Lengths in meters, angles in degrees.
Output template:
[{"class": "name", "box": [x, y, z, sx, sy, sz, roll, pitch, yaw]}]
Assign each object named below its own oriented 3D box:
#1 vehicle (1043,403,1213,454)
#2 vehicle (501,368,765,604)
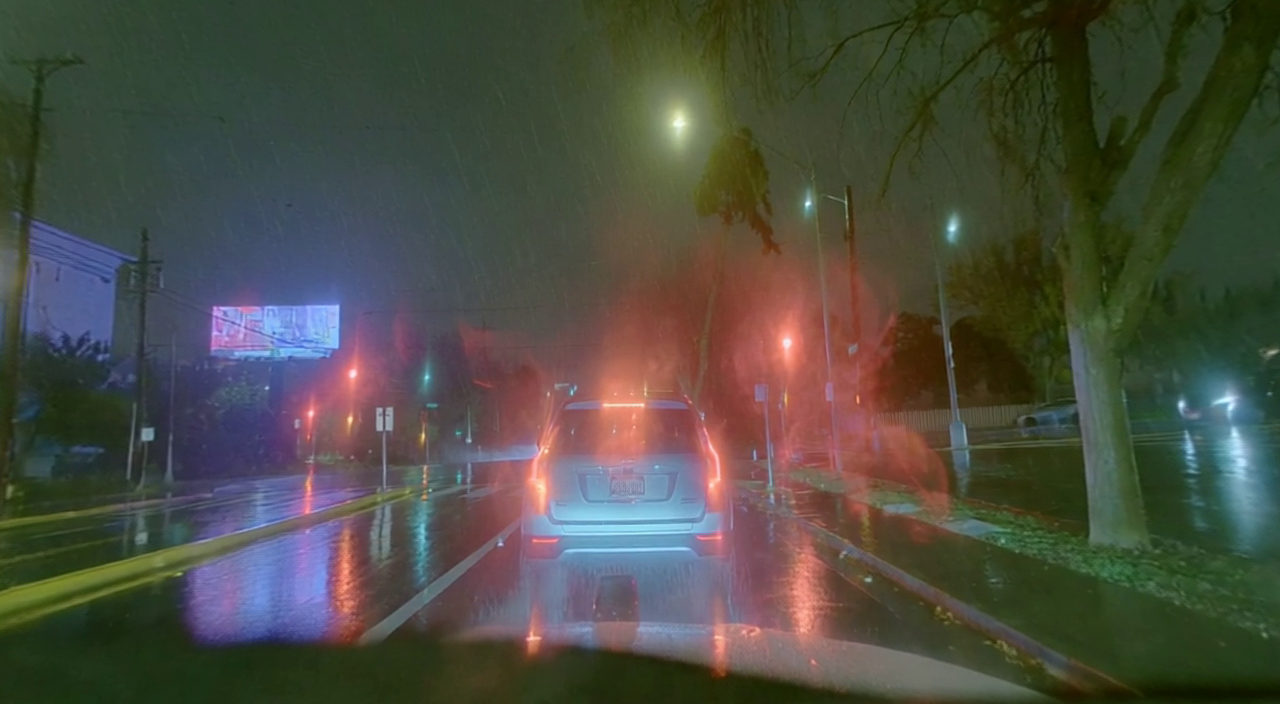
[{"class": "vehicle", "box": [15.282, 2.449, 19.937, 3.750, 1.502, 1.781, -2, -8, 13]}, {"class": "vehicle", "box": [-0.057, 1.363, 7.137, 2.142, 1.904, 3.816, -1, -8, 0]}]
